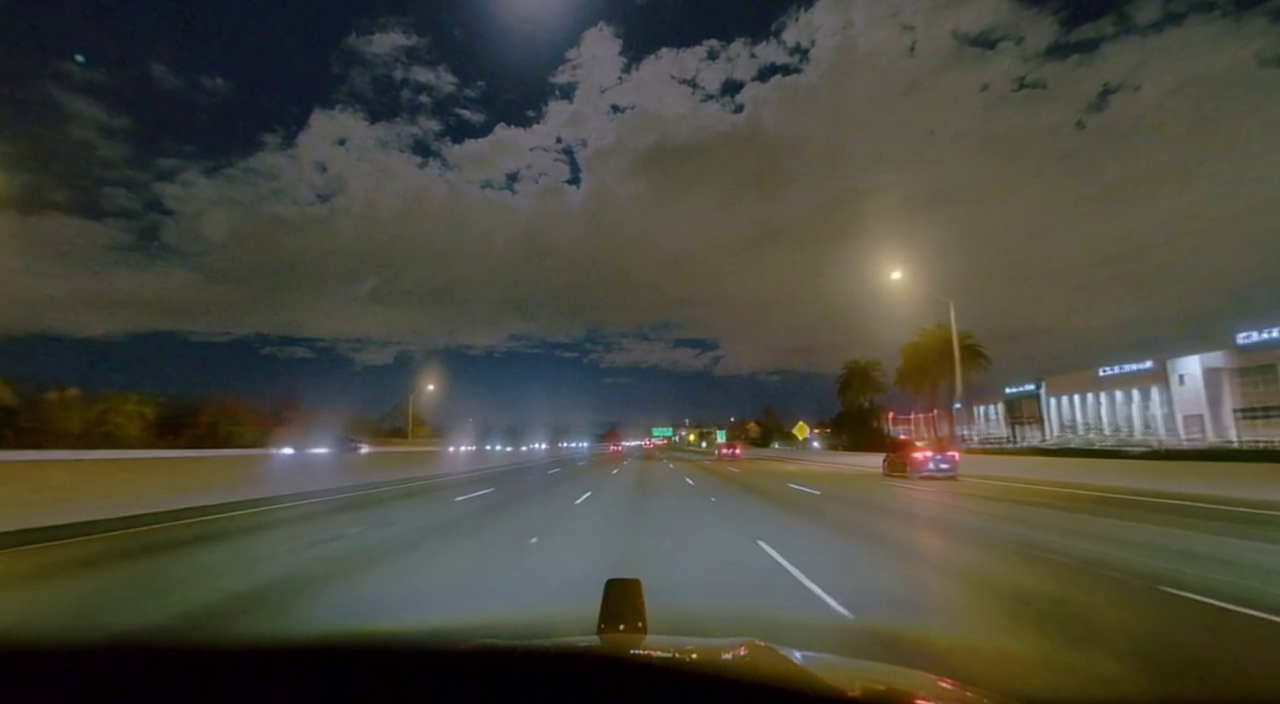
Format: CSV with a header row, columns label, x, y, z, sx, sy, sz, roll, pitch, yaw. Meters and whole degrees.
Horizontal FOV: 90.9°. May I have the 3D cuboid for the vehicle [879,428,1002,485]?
label,x,y,z,sx,sy,sz,roll,pitch,yaw
vehicle,10.859,3.809,23.267,2.168,1.861,4.678,0,-8,0

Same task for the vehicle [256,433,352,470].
label,x,y,z,sx,sy,sz,roll,pitch,yaw
vehicle,-15.897,4.726,30.192,1.955,1.600,4.683,0,-8,1
